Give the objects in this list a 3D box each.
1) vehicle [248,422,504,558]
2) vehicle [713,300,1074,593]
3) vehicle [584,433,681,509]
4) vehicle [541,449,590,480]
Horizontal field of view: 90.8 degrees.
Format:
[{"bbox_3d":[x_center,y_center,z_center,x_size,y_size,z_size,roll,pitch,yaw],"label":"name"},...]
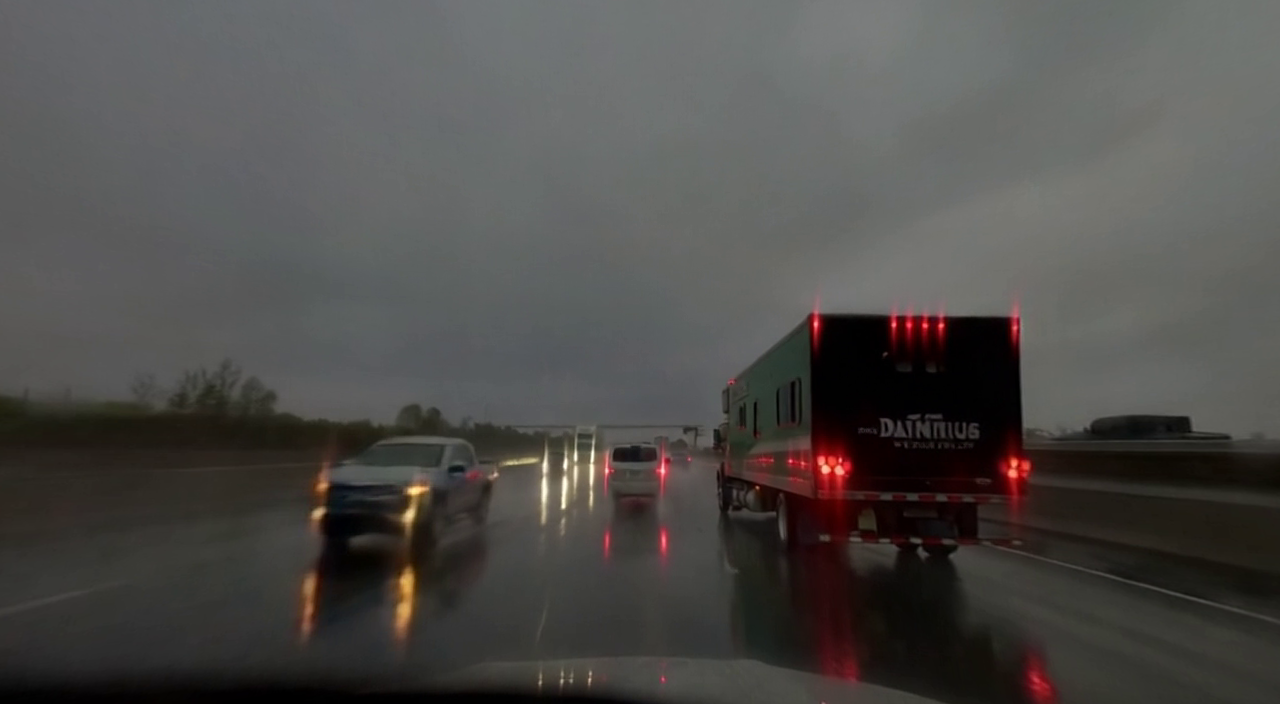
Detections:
[{"bbox_3d":[-3.750,2.054,10.081,2.098,1.659,4.432,0,-9,1],"label":"vehicle"},{"bbox_3d":[2.942,1.467,10.028,2.533,2.942,7.280,0,-9,-1],"label":"vehicle"},{"bbox_3d":[-0.140,3.051,16.542,2.201,1.719,4.058,0,-9,1],"label":"vehicle"},{"bbox_3d":[-3.785,5.762,32.514,1.933,1.465,3.898,-1,-9,2],"label":"vehicle"}]
